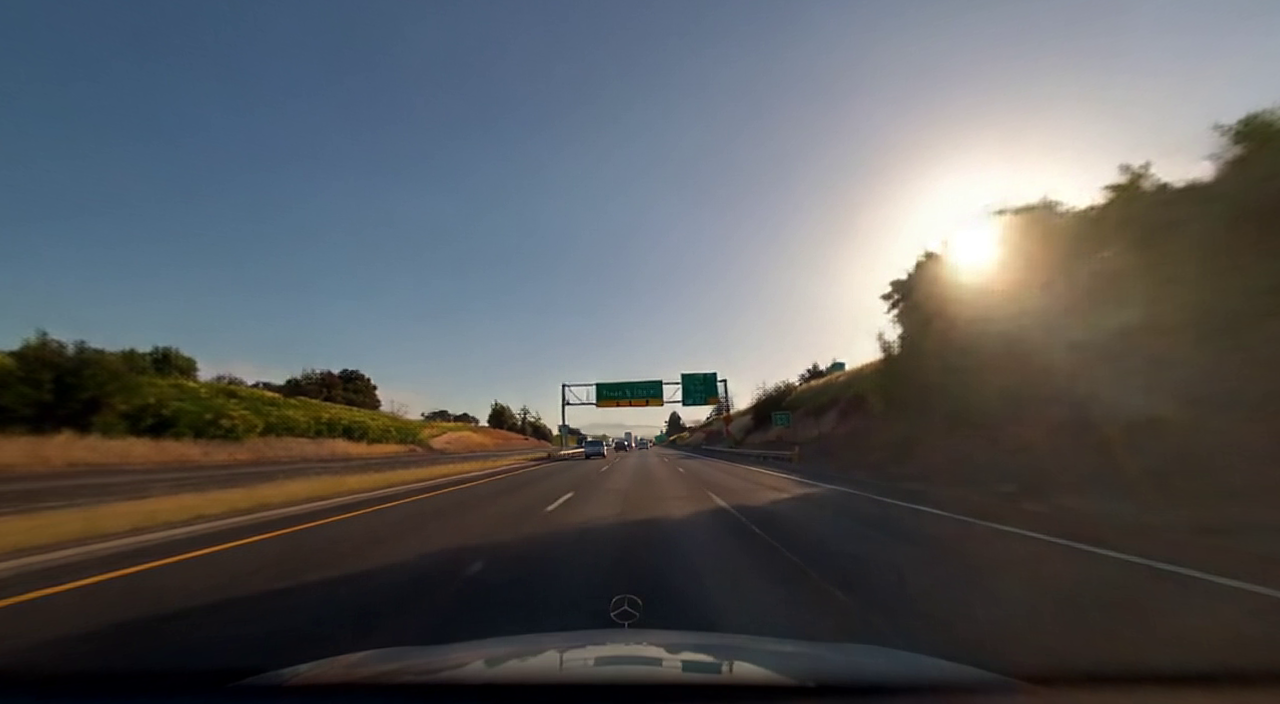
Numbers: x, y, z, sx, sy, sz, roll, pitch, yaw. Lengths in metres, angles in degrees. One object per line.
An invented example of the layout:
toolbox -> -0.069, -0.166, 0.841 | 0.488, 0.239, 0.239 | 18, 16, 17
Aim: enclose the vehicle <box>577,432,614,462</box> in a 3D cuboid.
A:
vehicle -> -3.148, 6.852, 45.541 | 2.286, 2.011, 4.452 | 0, -8, 1
